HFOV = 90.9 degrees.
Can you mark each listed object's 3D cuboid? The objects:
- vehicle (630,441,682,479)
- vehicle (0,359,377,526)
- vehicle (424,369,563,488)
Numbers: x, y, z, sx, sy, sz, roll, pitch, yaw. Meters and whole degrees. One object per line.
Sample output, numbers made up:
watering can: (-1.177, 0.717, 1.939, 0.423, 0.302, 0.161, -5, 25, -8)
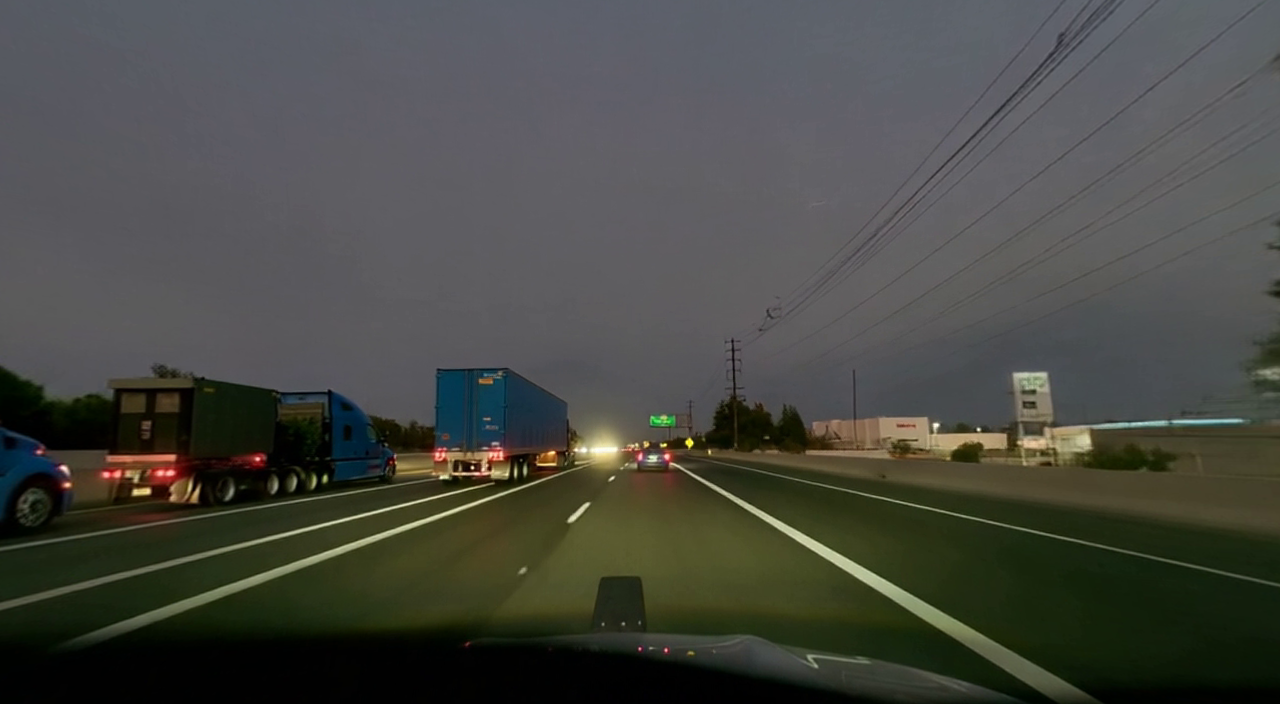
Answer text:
vehicle: (0.624, 4.597, 27.143, 2.055, 1.514, 4.323, 0, -8, 0)
vehicle: (-10.491, 2.385, 16.673, 2.896, 3.140, 9.491, 0, -8, 1)
vehicle: (-5.963, 3.755, 29.437, 2.907, 4.081, 15.311, 0, -8, 0)
